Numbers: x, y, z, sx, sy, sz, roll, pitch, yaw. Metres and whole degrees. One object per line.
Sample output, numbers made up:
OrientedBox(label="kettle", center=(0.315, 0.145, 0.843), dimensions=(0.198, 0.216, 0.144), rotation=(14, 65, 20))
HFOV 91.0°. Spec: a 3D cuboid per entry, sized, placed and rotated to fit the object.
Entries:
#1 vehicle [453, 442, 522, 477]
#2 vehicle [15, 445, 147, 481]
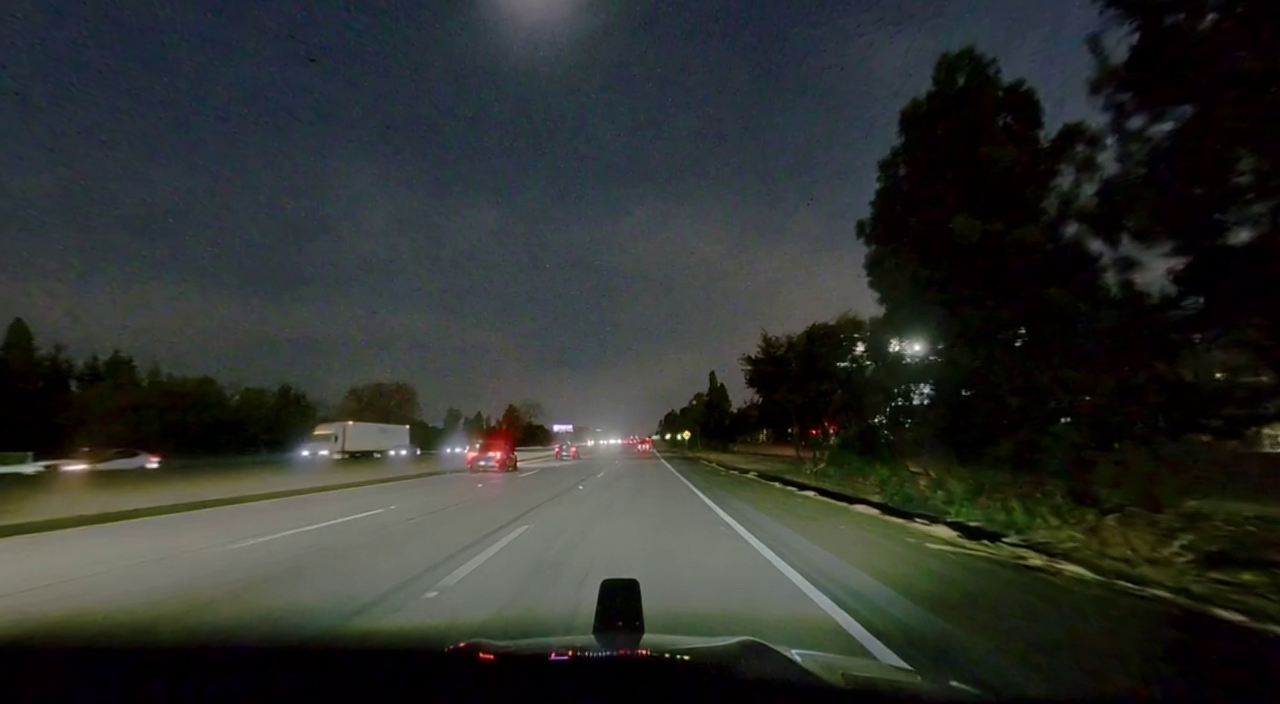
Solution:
OrientedBox(label="vehicle", center=(-7.231, 5.126, 30.371), dimensions=(2.008, 1.520, 4.731), rotation=(0, -9, 1))
OrientedBox(label="vehicle", center=(-28.978, 5.750, 32.917), dimensions=(2.162, 1.736, 5.029), rotation=(0, -9, 1))
